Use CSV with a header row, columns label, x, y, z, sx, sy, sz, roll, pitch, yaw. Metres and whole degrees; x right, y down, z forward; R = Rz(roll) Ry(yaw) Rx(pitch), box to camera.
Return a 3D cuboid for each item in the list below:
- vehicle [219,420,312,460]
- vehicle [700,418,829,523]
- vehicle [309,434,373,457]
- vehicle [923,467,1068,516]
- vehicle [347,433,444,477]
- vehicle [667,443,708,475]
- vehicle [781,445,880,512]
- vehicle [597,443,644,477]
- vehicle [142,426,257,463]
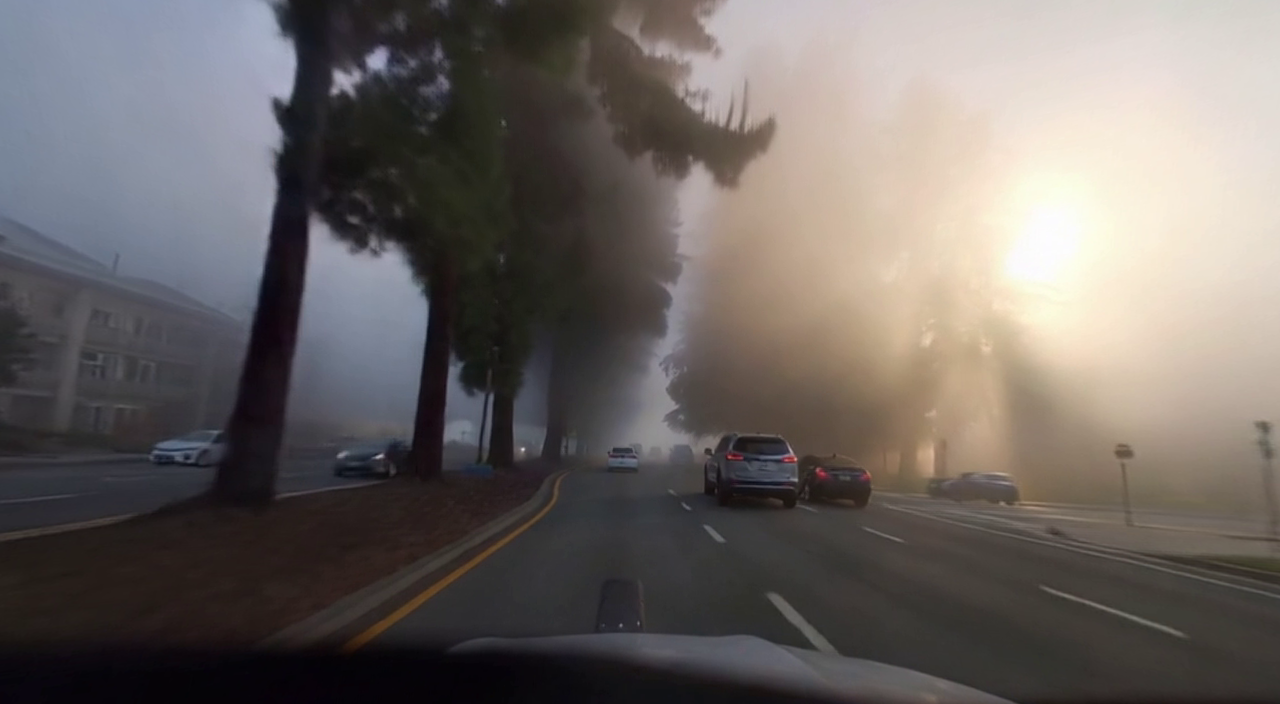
label,x,y,z,sx,sy,sz,roll,pitch,yaw
vehicle,-19.483,4.659,33.181,2.056,1.899,4.803,0,-9,-3
vehicle,2.742,2.730,14.975,2.035,1.940,4.299,5,-9,-1
vehicle,-19.503,6.171,41.454,1.913,1.417,4.592,0,-9,0
vehicle,14.200,5.585,25.531,4.545,1.770,2.057,-2,-9,9
vehicle,-8.803,3.762,23.206,1.861,1.456,4.303,1,-9,-1
vehicle,2.676,6.213,36.867,1.922,1.708,4.126,0,-9,-2
vehicle,6.266,4.155,21.304,1.913,1.777,4.269,7,-9,1
vehicle,-0.888,5.129,30.176,2.119,1.460,3.847,0,-9,-1
vehicle,-19.269,4.110,27.945,1.877,1.446,4.593,0,-9,-1
